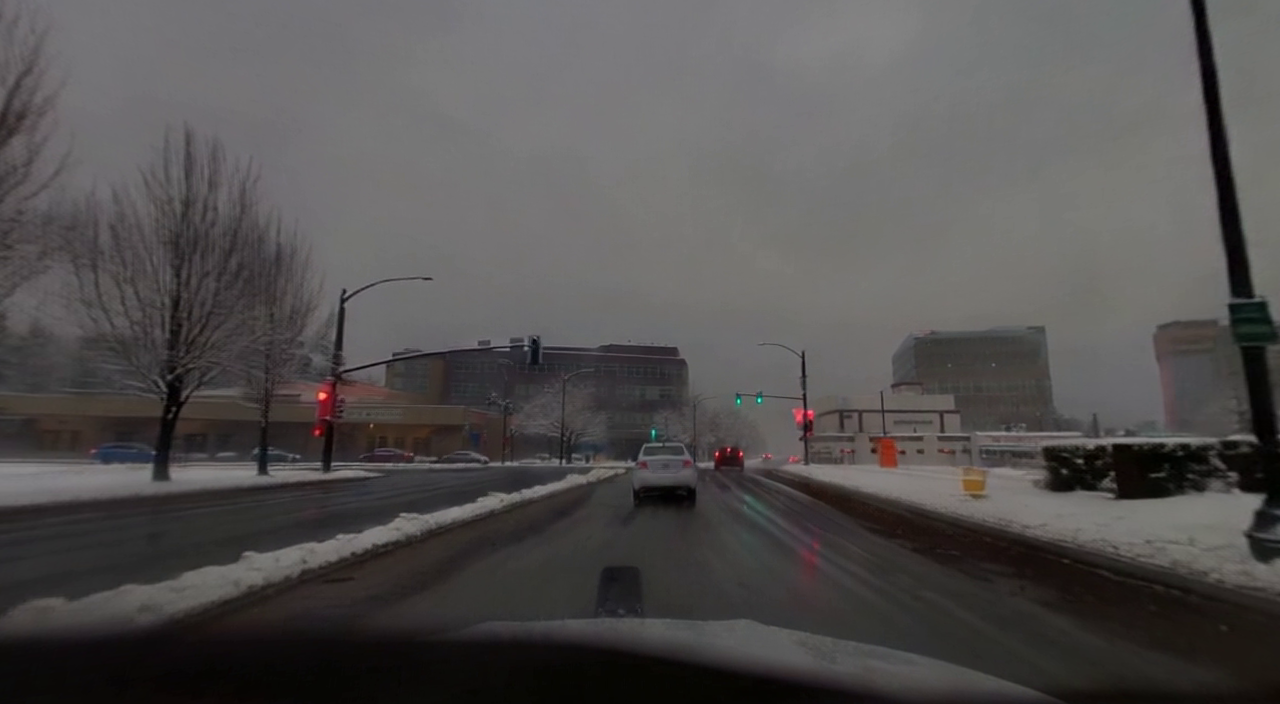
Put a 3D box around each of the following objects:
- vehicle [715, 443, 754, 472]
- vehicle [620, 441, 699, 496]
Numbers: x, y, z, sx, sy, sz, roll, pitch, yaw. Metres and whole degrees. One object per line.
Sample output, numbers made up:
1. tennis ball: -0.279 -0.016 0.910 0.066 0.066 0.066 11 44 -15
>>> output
1. vehicle: 6.322 7.105 42.692 2.092 1.851 4.913 0 -9 2
2. vehicle: 0.690 3.555 19.699 2.173 1.479 4.264 -1 -9 4
